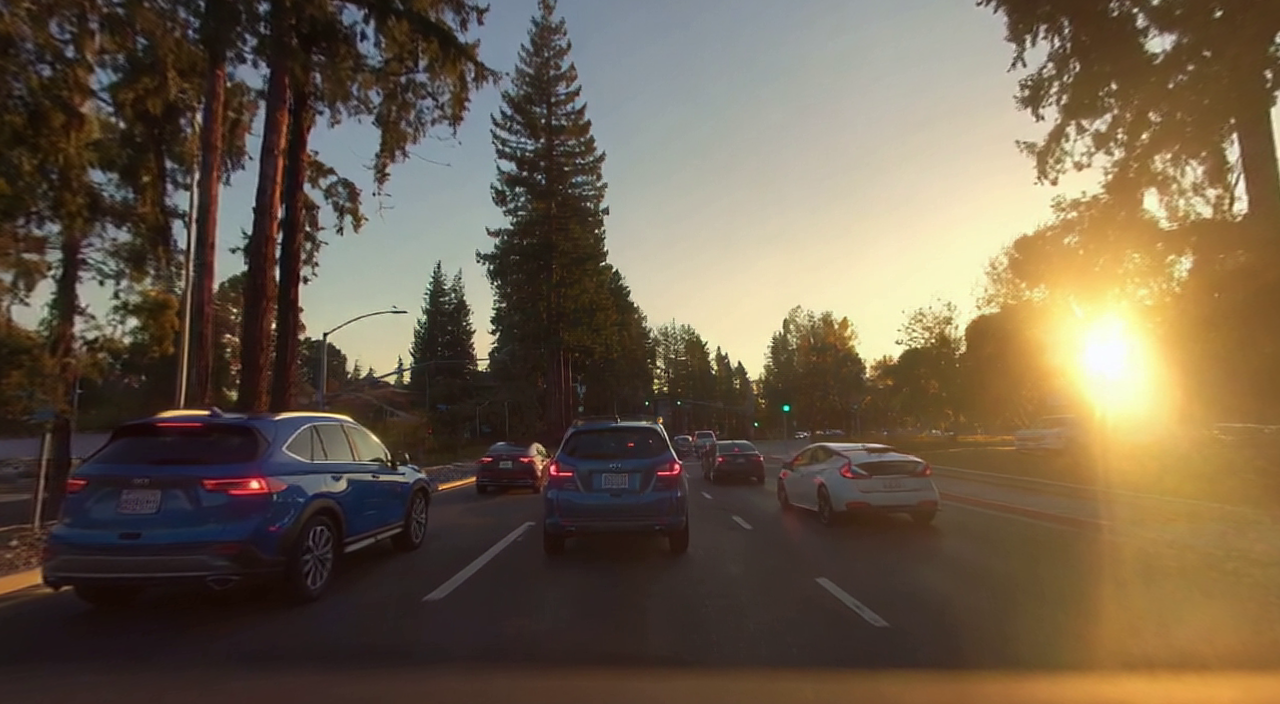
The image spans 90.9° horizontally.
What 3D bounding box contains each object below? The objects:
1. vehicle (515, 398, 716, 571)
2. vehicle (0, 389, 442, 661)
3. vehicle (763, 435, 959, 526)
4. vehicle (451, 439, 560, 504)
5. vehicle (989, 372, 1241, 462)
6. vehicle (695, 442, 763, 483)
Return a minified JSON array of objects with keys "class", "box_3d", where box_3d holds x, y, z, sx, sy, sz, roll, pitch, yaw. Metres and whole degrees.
[{"class":"vehicle","box_3d":[-0.246,1.736,9.007,2.132,1.816,4.471,0,-8,0]},{"class":"vehicle","box_3d":[-3.698,1.413,6.206,2.039,1.709,4.265,0,-8,1]},{"class":"vehicle","box_3d":[4.167,2.489,12.918,2.036,1.480,4.659,0,-8,-4]},{"class":"vehicle","box_3d":[-3.393,3.094,16.755,1.897,1.479,4.204,0,-8,1]},{"class":"vehicle","box_3d":[17.860,2.512,24.061,7.314,3.230,2.680,0,-8,-1]},{"class":"vehicle","box_3d":[3.382,4.290,24.848,1.996,1.443,4.270,0,-8,-1]}]
